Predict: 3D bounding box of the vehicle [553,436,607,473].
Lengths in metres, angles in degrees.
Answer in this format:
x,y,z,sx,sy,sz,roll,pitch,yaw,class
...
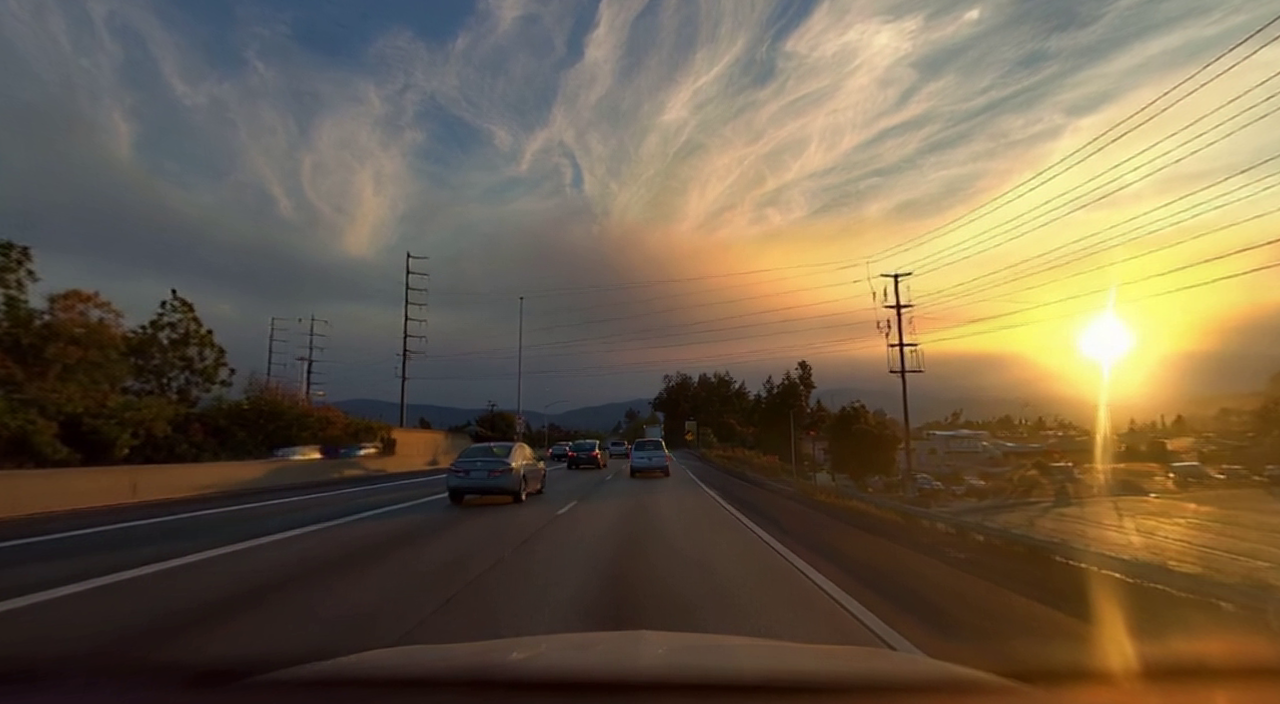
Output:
x,y,z,sx,sy,sz,roll,pitch,yaw,class
-2.929,5.166,31.901,2.051,1.695,4.731,-1,-8,3,vehicle

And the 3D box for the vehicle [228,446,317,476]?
x,y,z,sx,sy,sz,roll,pitch,yaw,class
-20.028,5.918,34.646,1.886,1.495,4.780,-1,-8,2,vehicle

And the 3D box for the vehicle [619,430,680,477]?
x,y,z,sx,sy,sz,roll,pitch,yaw,class
0.413,4.239,26.488,2.319,1.813,4.274,0,-8,1,vehicle

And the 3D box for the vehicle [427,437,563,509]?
x,y,z,sx,sy,sz,roll,pitch,yaw,class
-3.258,2.820,15.204,2.092,1.464,4.466,0,-8,2,vehicle
